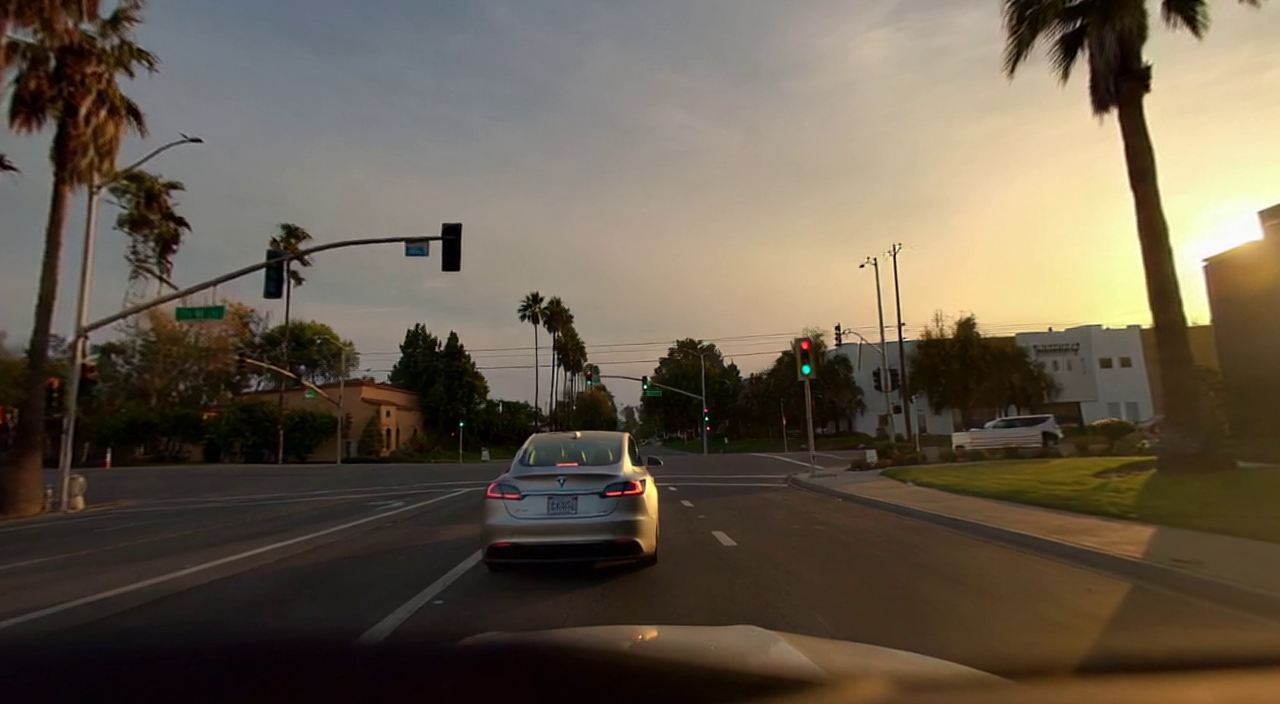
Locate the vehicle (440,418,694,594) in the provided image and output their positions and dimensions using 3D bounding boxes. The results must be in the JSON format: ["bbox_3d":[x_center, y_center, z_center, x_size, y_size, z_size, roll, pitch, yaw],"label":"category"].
[{"bbox_3d":[-0.631,1.624,7.572,2.152,1.478,4.229,0,-8,0],"label":"vehicle"}]
